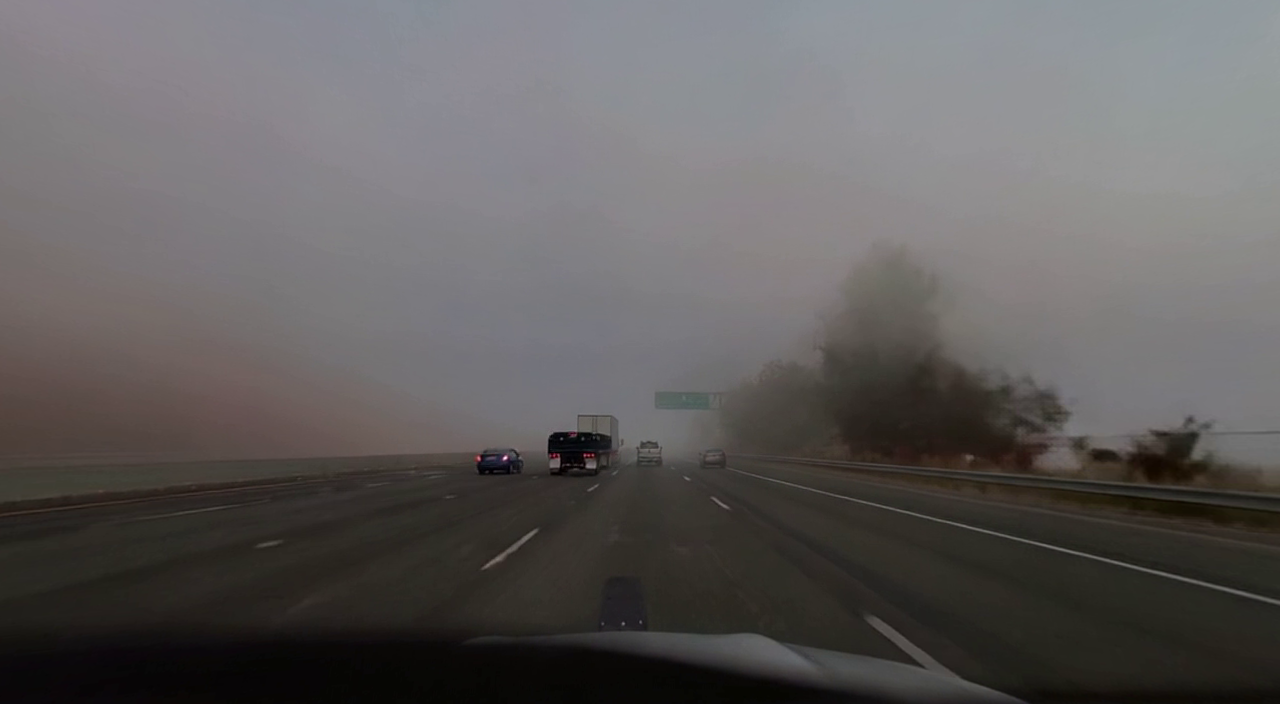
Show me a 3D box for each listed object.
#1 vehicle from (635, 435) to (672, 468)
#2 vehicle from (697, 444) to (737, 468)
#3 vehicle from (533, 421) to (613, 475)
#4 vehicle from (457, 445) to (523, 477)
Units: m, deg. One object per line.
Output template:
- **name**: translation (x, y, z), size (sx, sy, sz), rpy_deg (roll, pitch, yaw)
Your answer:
- **vehicle**: translation (0.845, 6.604, 42.010), size (2.309, 2.023, 5.130), rpy_deg (0, -8, 1)
- **vehicle**: translation (4.880, 6.668, 40.613), size (1.993, 1.474, 4.230), rpy_deg (0, -8, 0)
- **vehicle**: translation (-3.354, 5.539, 36.667), size (2.854, 2.379, 16.653), rpy_deg (0, -8, 0)
- **vehicle**: translation (-7.193, 5.243, 30.688), size (1.965, 1.437, 4.592), rpy_deg (0, -8, 2)
